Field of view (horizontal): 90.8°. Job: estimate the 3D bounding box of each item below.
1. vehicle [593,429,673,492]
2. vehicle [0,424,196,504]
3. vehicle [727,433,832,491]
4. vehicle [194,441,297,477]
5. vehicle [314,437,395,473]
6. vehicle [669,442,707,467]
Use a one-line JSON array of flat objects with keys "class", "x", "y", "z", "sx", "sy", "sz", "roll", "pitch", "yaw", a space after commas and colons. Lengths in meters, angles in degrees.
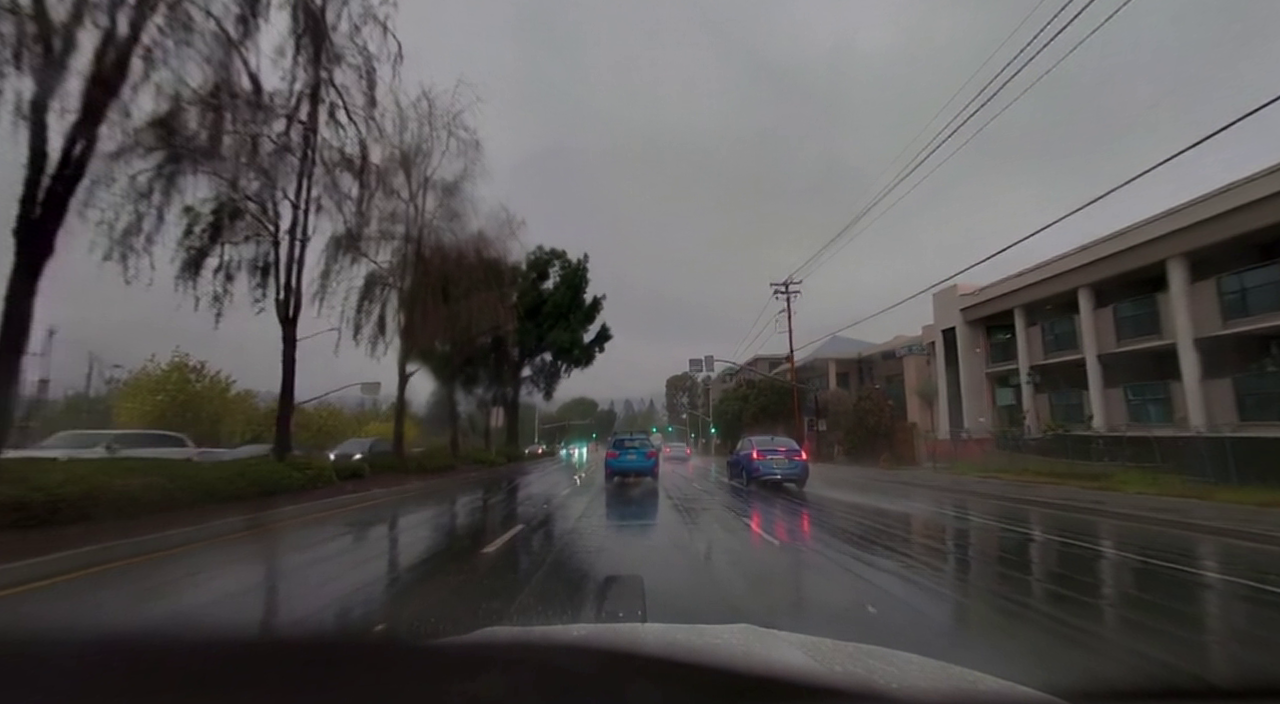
[{"class": "vehicle", "x": -0.229, "y": 3.096, "z": 18.398, "sx": 2.073, "sy": 1.606, "sz": 3.933, "roll": 0, "pitch": -8, "yaw": -1}, {"class": "vehicle", "x": -14.037, "y": 2.785, "z": 16.200, "sx": 2.064, "sy": 1.745, "sz": 4.495, "roll": 0, "pitch": -8, "yaw": -1}, {"class": "vehicle", "x": 4.076, "y": 3.285, "z": 19.273, "sx": 2.086, "sy": 1.534, "sz": 4.351, "roll": 0, "pitch": -8, "yaw": -2}, {"class": "vehicle", "x": -17.841, "y": 4.819, "z": 28.858, "sx": 1.826, "sy": 1.482, "sz": 4.561, "roll": 0, "pitch": -8, "yaw": -1}, {"class": "vehicle", "x": -14.390, "y": 5.194, "z": 32.194, "sx": 2.064, "sy": 1.676, "sz": 4.332, "roll": -1, "pitch": -8, "yaw": 0}, {"class": "vehicle", "x": 3.082, "y": 6.678, "z": 41.354, "sx": 2.054, "sy": 1.461, "sz": 4.321, "roll": 0, "pitch": -8, "yaw": -1}]
